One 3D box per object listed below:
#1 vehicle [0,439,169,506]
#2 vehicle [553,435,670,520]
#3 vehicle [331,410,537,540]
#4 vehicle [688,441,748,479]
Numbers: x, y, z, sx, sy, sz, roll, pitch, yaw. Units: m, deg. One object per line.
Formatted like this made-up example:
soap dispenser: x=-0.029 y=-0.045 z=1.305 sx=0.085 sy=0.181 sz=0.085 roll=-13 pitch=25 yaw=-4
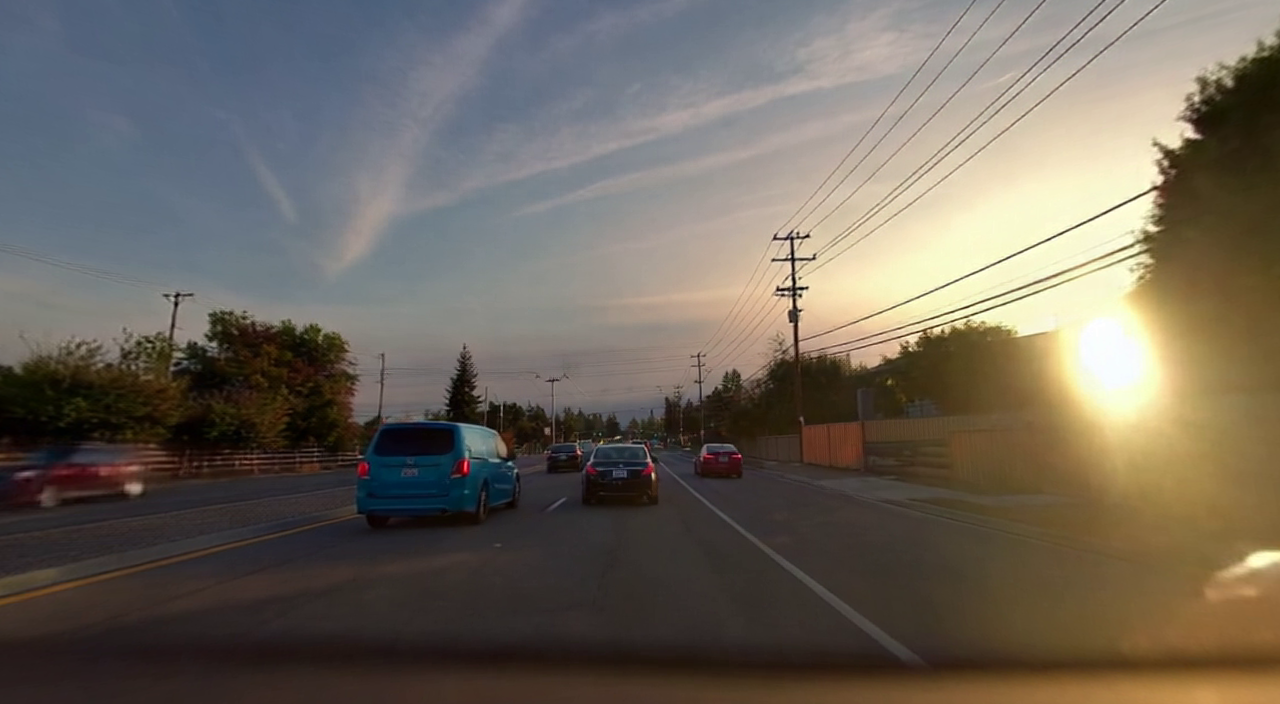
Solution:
vehicle: x=-17.192 y=3.582 z=19.262 sx=2.029 sy=1.790 sz=4.668 roll=0 pitch=-9 yaw=0
vehicle: x=-0.517 y=2.547 z=13.328 sx=2.097 sy=1.511 sz=3.809 roll=0 pitch=-9 yaw=0
vehicle: x=-3.332 y=2.116 z=11.453 sx=2.092 sy=1.839 sz=4.736 roll=0 pitch=-9 yaw=0
vehicle: x=3.231 y=4.559 z=26.956 sx=1.878 sy=1.479 sz=4.461 roll=0 pitch=-9 yaw=-1
